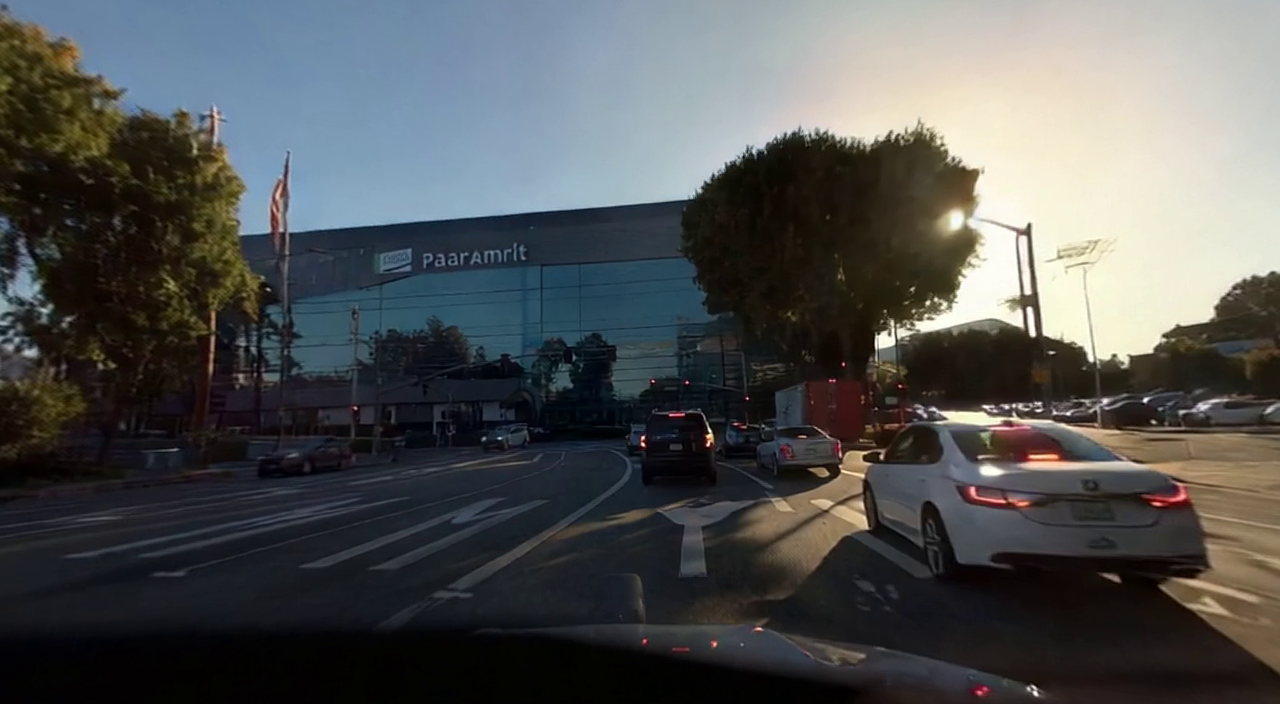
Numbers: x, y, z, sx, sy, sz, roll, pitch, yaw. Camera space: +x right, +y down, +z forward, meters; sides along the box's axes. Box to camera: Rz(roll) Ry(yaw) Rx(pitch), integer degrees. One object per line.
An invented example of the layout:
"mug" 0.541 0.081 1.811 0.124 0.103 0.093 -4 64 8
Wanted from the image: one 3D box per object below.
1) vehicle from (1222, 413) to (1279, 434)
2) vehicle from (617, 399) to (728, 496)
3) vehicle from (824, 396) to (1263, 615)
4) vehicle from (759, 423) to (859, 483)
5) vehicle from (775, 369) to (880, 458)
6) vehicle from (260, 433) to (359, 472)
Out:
"vehicle" 49.069 5.670 49.725 1.817 1.438 4.643 -1 -9 3
"vehicle" 0.884 2.235 14.758 2.188 1.892 4.488 -1 -9 6
"vehicle" 3.489 1.416 6.789 2.109 1.500 4.585 -1 -9 7
"vehicle" 4.509 2.785 17.450 1.862 1.451 4.083 0 -9 4
"vehicle" 9.181 3.348 32.138 2.965 3.900 9.064 0 -9 3
"vehicle" -15.768 4.814 30.331 1.950 1.713 4.406 -1 -9 7
